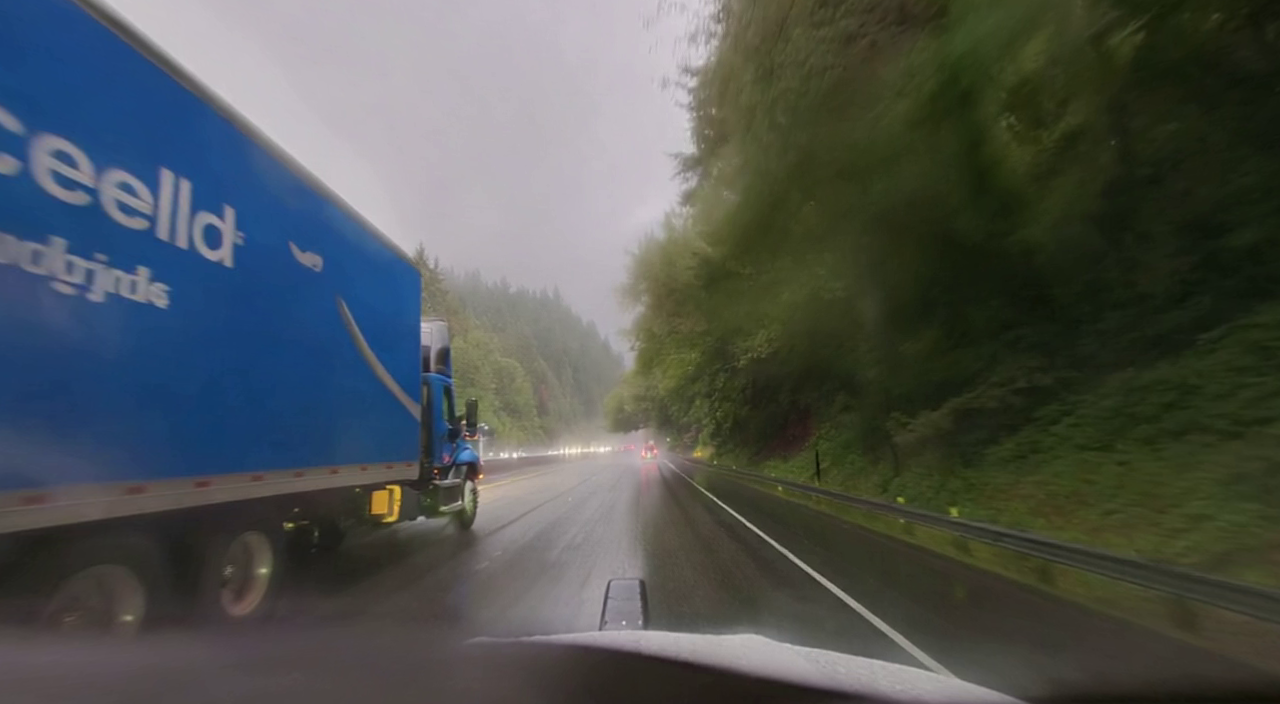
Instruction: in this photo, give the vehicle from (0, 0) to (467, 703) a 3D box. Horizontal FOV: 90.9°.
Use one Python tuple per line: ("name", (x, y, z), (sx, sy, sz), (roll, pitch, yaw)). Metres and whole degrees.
("vehicle", (-3.501, 0.411, 4.036), (2.695, 3.151, 6.885), (0, -9, 1))
